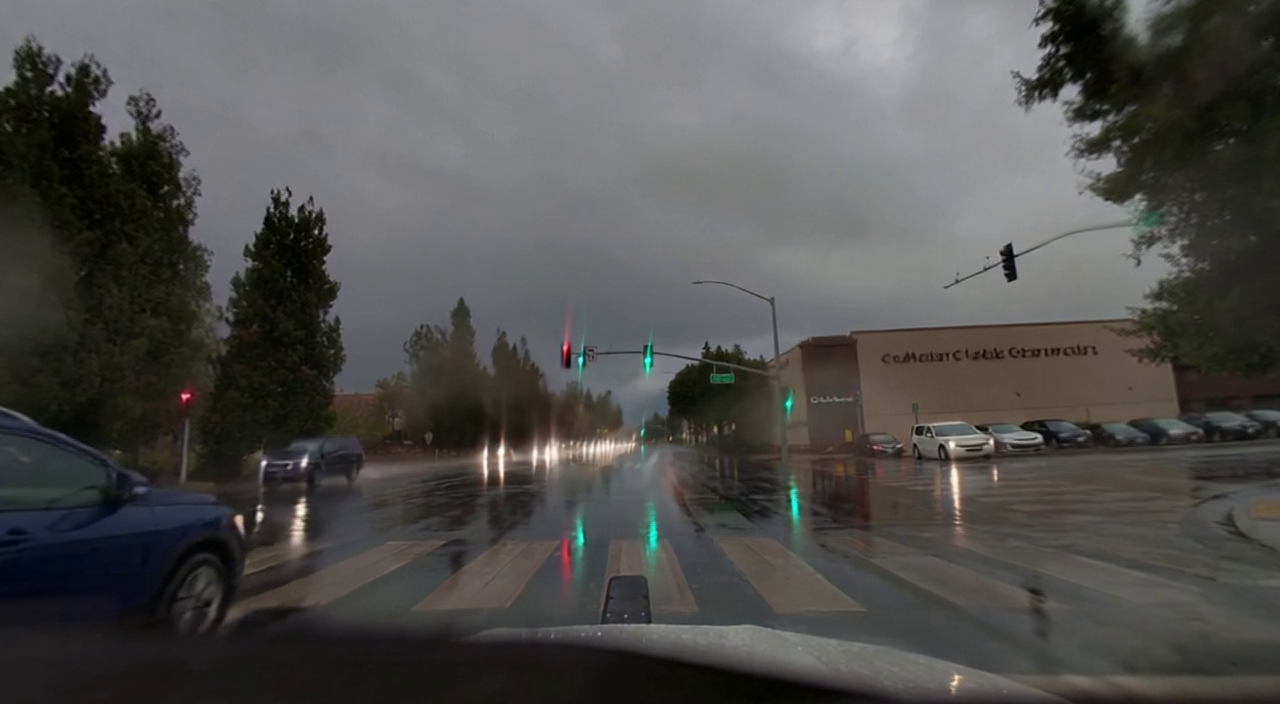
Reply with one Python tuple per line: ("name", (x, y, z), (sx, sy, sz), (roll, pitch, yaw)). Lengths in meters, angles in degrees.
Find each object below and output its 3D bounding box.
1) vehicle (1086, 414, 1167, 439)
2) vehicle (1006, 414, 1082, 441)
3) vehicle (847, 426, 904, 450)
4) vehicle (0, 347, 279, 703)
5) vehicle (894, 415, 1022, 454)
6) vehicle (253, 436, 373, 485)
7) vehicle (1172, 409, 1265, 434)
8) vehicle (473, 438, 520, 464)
("vehicle", (31.360, 4.828, 40.754), (1.823, 1.480, 4.003), (0, -8, -4))
("vehicle", (26.305, 4.974, 41.240), (2.011, 1.656, 4.163), (0, -8, -3))
("vehicle", (17.190, 6.322, 46.155), (3.329, 1.415, 1.821), (-6, -9, 2))
("vehicle", (-3.367, 0.740, 1.845), (1.934, 1.649, 4.490), (0, -8, 0))
("vehicle", (13.988, 3.660, 27.911), (4.566, 1.670, 2.000), (0, -8, -2))
("vehicle", (-12.189, 4.057, 23.927), (2.181, 1.653, 4.468), (0, -8, 0))
("vehicle", (38.419, 4.678, 42.034), (1.715, 1.480, 4.701), (0, -8, -1))
("vehicle", (-9.271, 6.424, 41.098), (2.026, 1.616, 4.199), (0, -8, 1))
